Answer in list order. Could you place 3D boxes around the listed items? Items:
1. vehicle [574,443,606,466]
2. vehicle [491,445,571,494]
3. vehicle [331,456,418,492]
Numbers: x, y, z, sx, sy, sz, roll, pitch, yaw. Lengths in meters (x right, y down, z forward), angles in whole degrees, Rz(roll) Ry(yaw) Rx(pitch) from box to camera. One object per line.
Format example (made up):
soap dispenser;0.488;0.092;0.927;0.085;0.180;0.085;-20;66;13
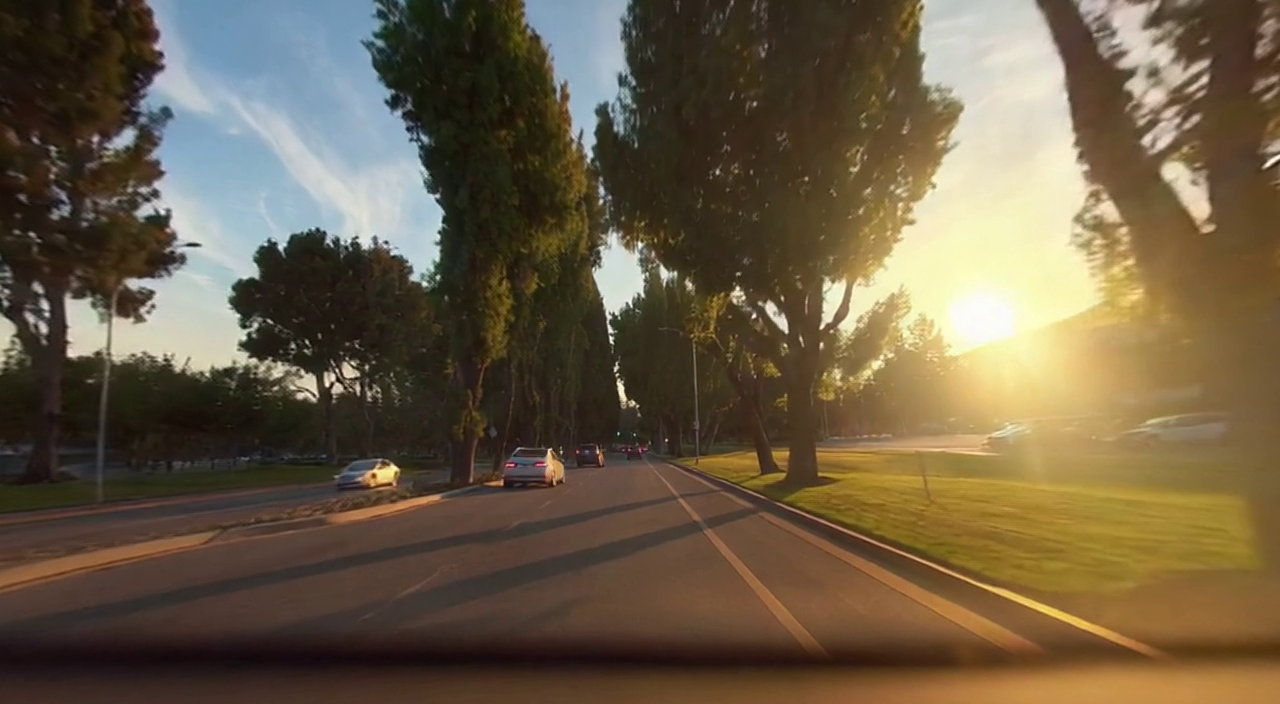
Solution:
vehicle;-3.847;7.938;49.049;2.077;1.725;4.153;0;-9;1
vehicle;-3.516;3.869;21.140;1.932;1.431;4.144;0;-9;0
vehicle;-11.808;5.444;28.468;1.924;1.430;4.417;0;-9;1
